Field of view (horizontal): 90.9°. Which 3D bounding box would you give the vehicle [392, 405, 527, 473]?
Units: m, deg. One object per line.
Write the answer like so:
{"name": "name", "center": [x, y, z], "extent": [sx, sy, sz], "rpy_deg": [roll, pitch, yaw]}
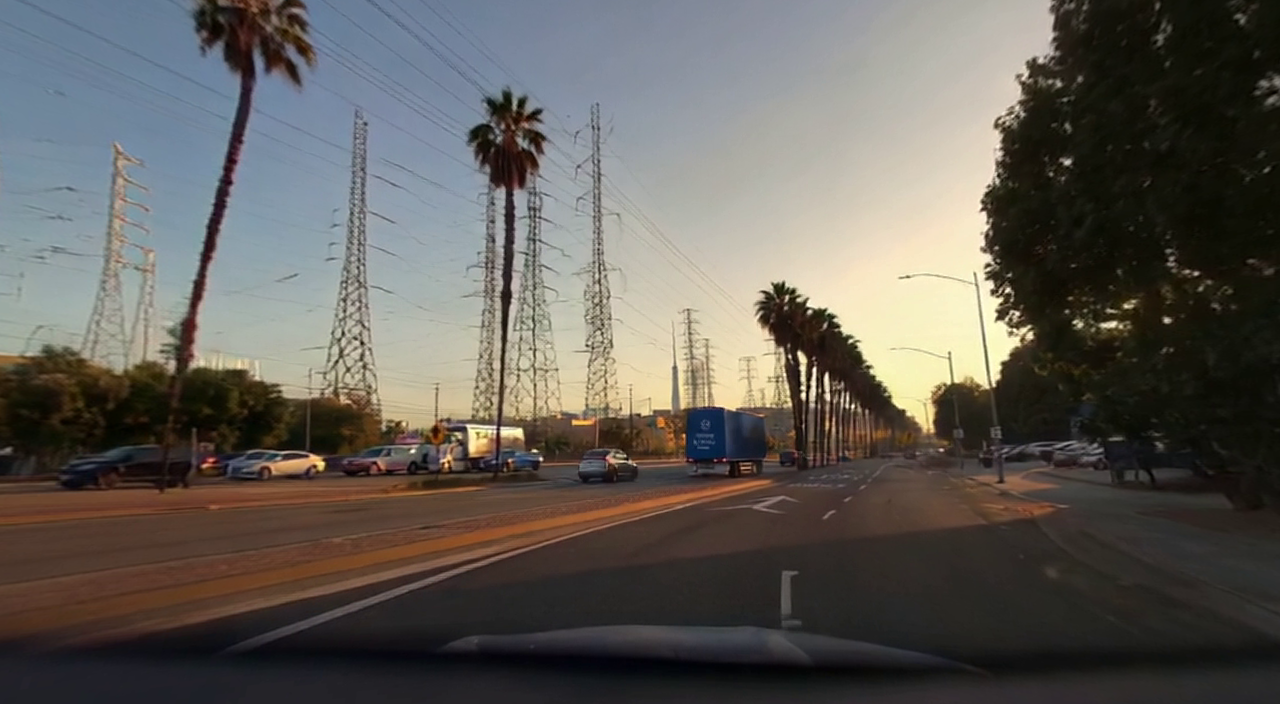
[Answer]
{"name": "vehicle", "center": [-12.340, 6.498, 44.971], "extent": [2.907, 3.760, 11.193], "rpy_deg": [-6, -14, 21]}

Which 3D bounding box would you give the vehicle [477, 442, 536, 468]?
{"name": "vehicle", "center": [-9.039, 7.080, 43.001], "extent": [1.751, 1.639, 4.434], "rpy_deg": [-6, -12, 21]}

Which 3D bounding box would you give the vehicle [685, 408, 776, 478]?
{"name": "vehicle", "center": [6.254, 6.044, 41.558], "extent": [2.903, 3.933, 11.567], "rpy_deg": [-4, -10, 23]}

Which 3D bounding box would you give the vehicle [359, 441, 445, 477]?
{"name": "vehicle", "center": [-12.899, 5.911, 34.492], "extent": [1.833, 1.578, 4.412], "rpy_deg": [-10, -15, 22]}

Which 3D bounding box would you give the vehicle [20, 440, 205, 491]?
{"name": "vehicle", "center": [-18.296, 3.929, 22.176], "extent": [1.847, 1.567, 4.532], "rpy_deg": [-4, -10, 22]}

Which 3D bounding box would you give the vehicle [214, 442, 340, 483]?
{"name": "vehicle", "center": [-15.544, 4.862, 27.323], "extent": [1.785, 1.502, 4.457], "rpy_deg": [-6, -14, 22]}

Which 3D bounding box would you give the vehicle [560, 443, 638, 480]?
{"name": "vehicle", "center": [-2.235, 6.316, 36.828], "extent": [2.266, 1.950, 5.866], "rpy_deg": [-4, -10, 21]}
